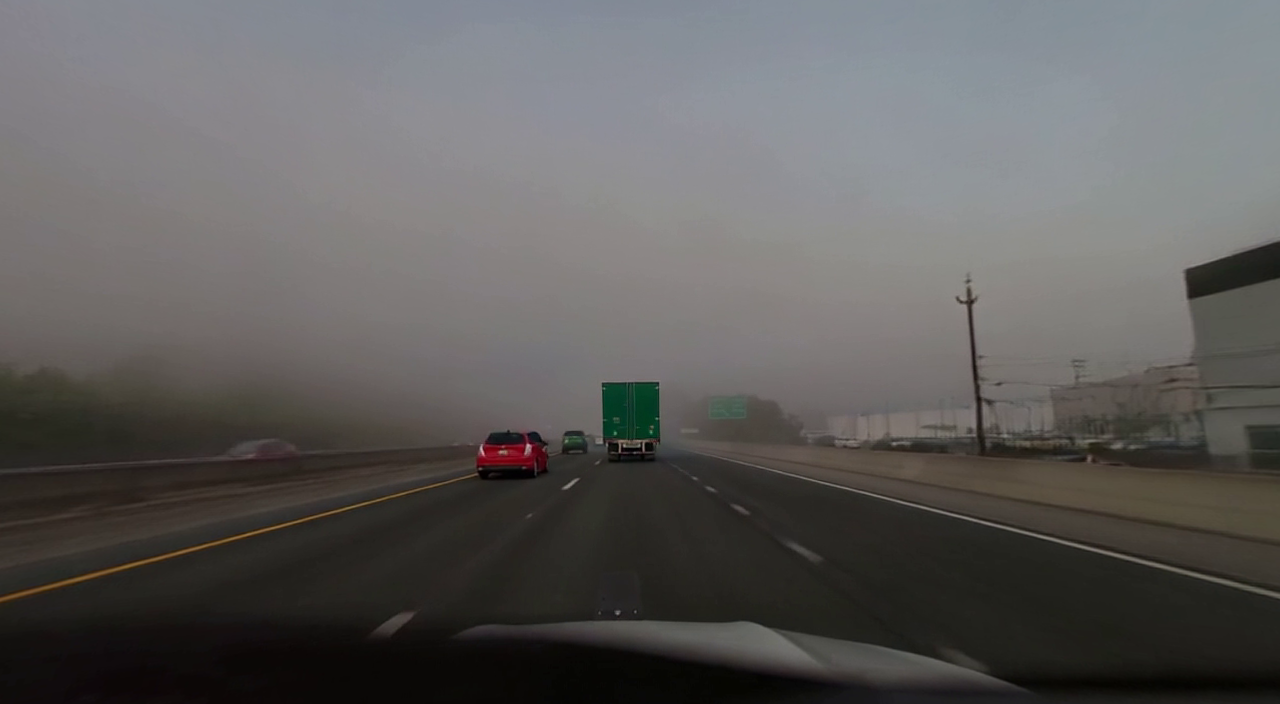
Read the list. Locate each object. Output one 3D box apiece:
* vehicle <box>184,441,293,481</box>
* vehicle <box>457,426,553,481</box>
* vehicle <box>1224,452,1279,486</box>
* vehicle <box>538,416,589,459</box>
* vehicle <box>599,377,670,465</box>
[{"bbox_3d":[-16.993,4.595,26.934,1.850,1.545,4.338,0,-8,-1],"label":"vehicle"},{"bbox_3d":[-4.274,3.297,20.877,2.005,1.602,5.131,0,-8,1],"label":"vehicle"},{"bbox_3d":[49.394,9.095,48.899,2.228,2.290,6.075,-2,-7,1],"label":"vehicle"},{"bbox_3d":[-5.158,5.920,43.525,2.717,2.714,6.997,0,-8,0],"label":"vehicle"},{"bbox_3d":[-0.391,3.847,34.070,3.259,4.066,9.891,0,-8,-1],"label":"vehicle"}]
